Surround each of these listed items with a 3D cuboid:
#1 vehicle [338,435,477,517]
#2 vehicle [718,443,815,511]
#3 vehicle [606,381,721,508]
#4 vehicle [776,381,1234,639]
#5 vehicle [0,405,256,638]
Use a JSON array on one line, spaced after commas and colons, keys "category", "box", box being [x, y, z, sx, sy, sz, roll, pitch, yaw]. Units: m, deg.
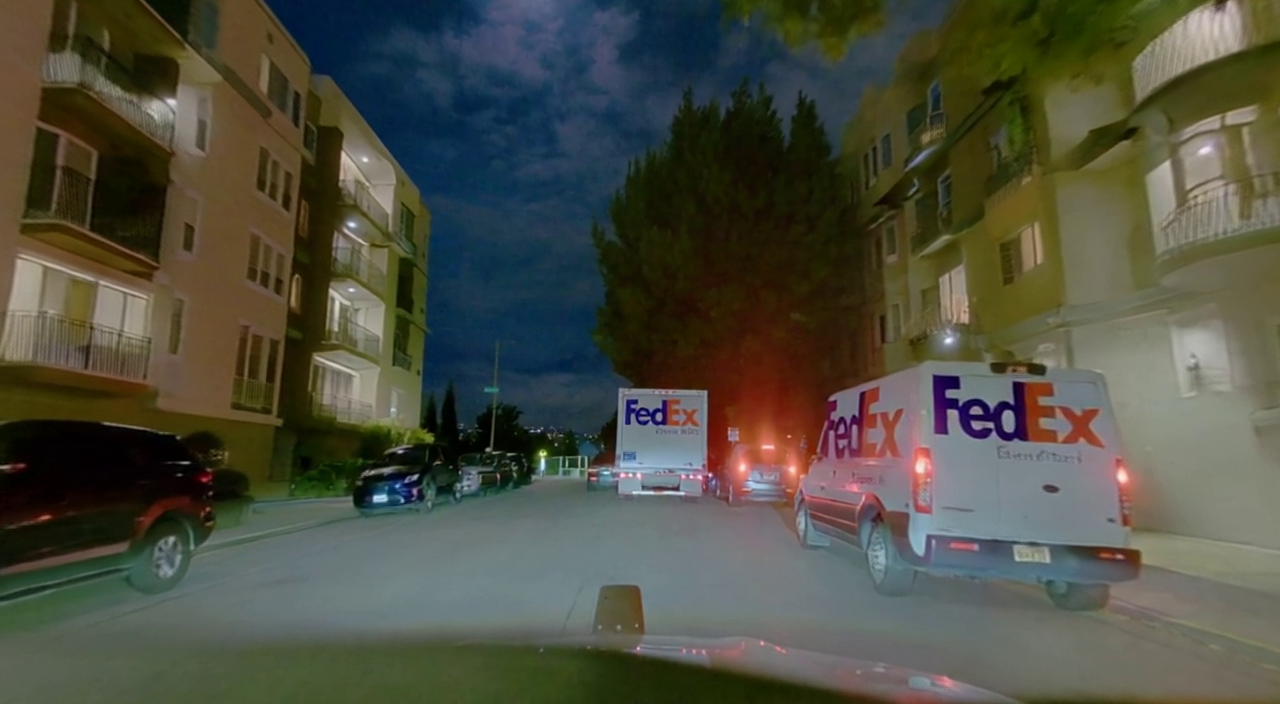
[{"category": "vehicle", "box": [-5.968, 3.204, 16.925, 2.020, 1.867, 4.654, 0, -8, -1]}, {"category": "vehicle", "box": [3.308, 3.320, 17.287, 1.868, 1.623, 3.815, 0, -9, 0]}, {"category": "vehicle", "box": [0.533, 2.978, 20.439, 2.930, 3.275, 8.180, 0, -8, -1]}, {"category": "vehicle", "box": [3.437, 1.631, 7.757, 2.221, 1.991, 5.564, 0, -8, -1]}, {"category": "vehicle", "box": [-5.904, 1.432, 5.737, 2.089, 1.757, 4.256, 0, -8, 1]}]
